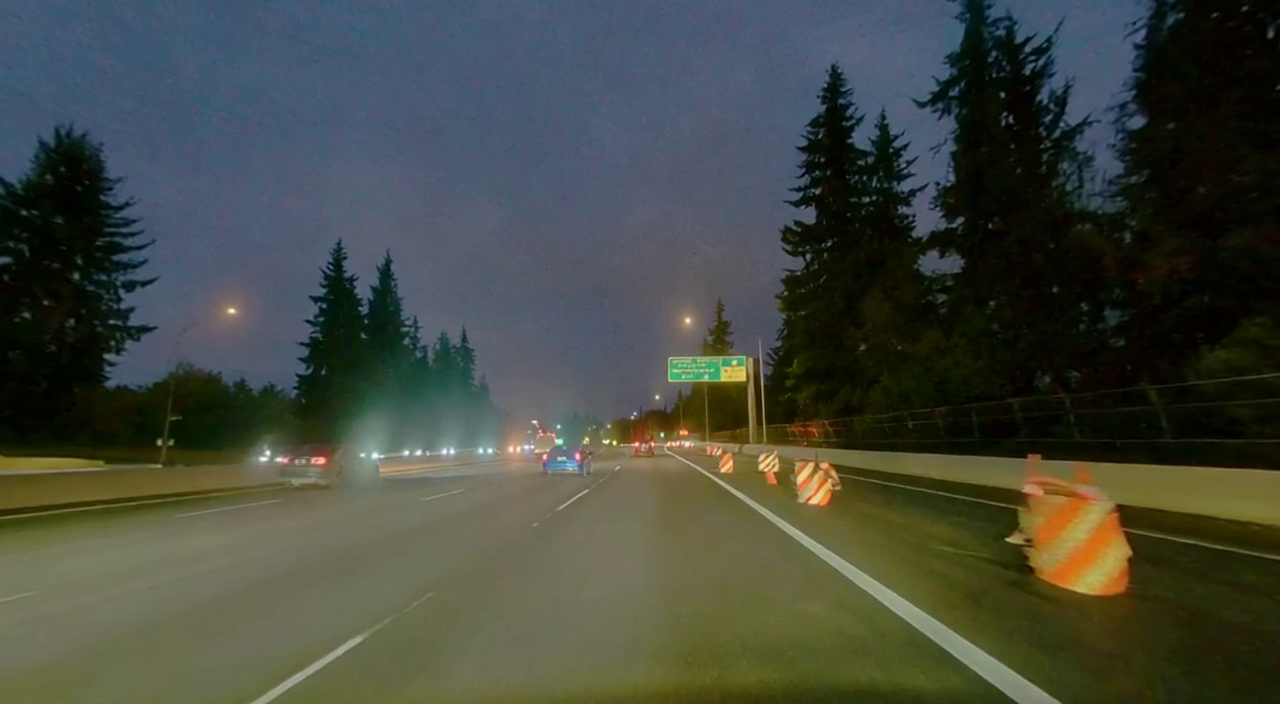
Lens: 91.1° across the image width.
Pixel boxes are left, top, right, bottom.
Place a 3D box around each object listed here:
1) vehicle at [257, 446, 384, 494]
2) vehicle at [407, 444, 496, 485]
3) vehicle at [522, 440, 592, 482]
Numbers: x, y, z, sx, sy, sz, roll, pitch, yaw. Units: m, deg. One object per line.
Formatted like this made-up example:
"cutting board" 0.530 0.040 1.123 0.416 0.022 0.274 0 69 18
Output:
"vehicle" -10.917 4.030 21.896 1.946 1.472 4.472 0 -8 2
"vehicle" -7.295 4.370 24.786 1.951 1.439 4.633 0 -8 2
"vehicle" -3.151 4.248 24.838 1.963 1.462 4.681 0 -8 2
